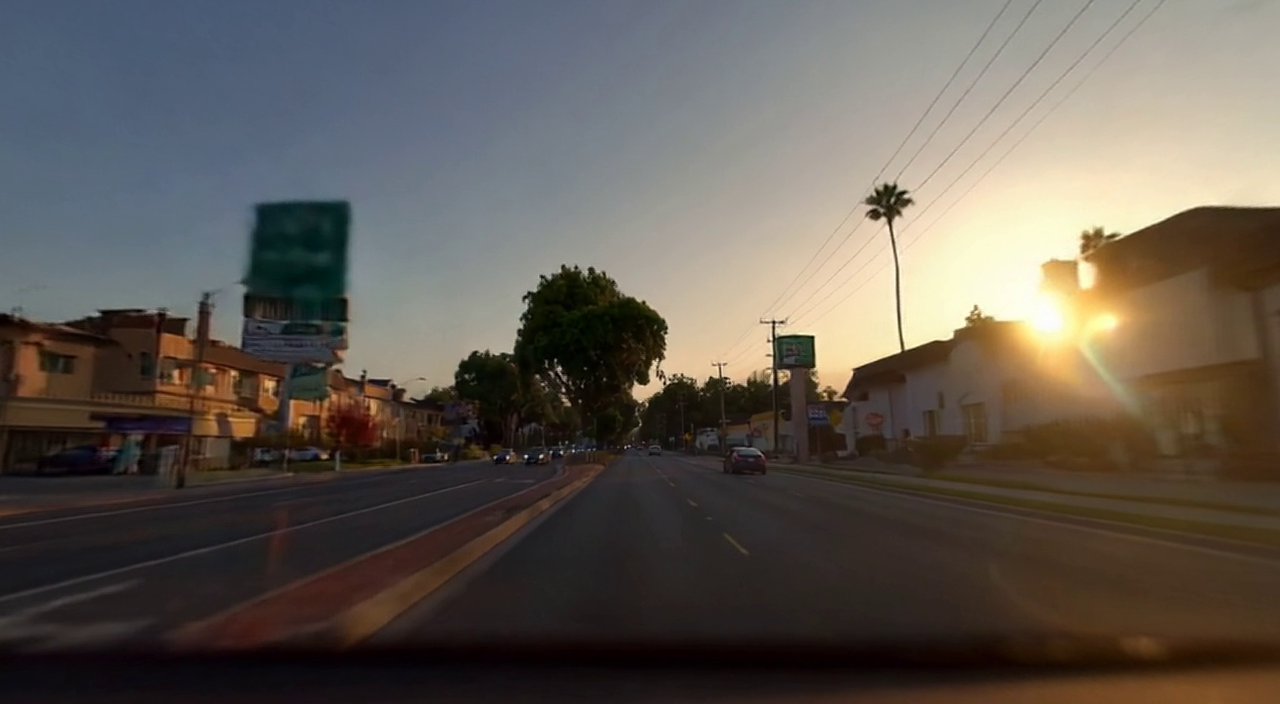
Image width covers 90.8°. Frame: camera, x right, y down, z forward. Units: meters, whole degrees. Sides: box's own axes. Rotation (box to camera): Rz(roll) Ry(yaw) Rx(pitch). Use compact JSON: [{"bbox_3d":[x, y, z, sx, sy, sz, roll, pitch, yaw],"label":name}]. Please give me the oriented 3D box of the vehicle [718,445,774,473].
[{"bbox_3d":[5.892,6.004,35.654,2.261,1.479,4.403,0,-8,-2],"label":"vehicle"}]
